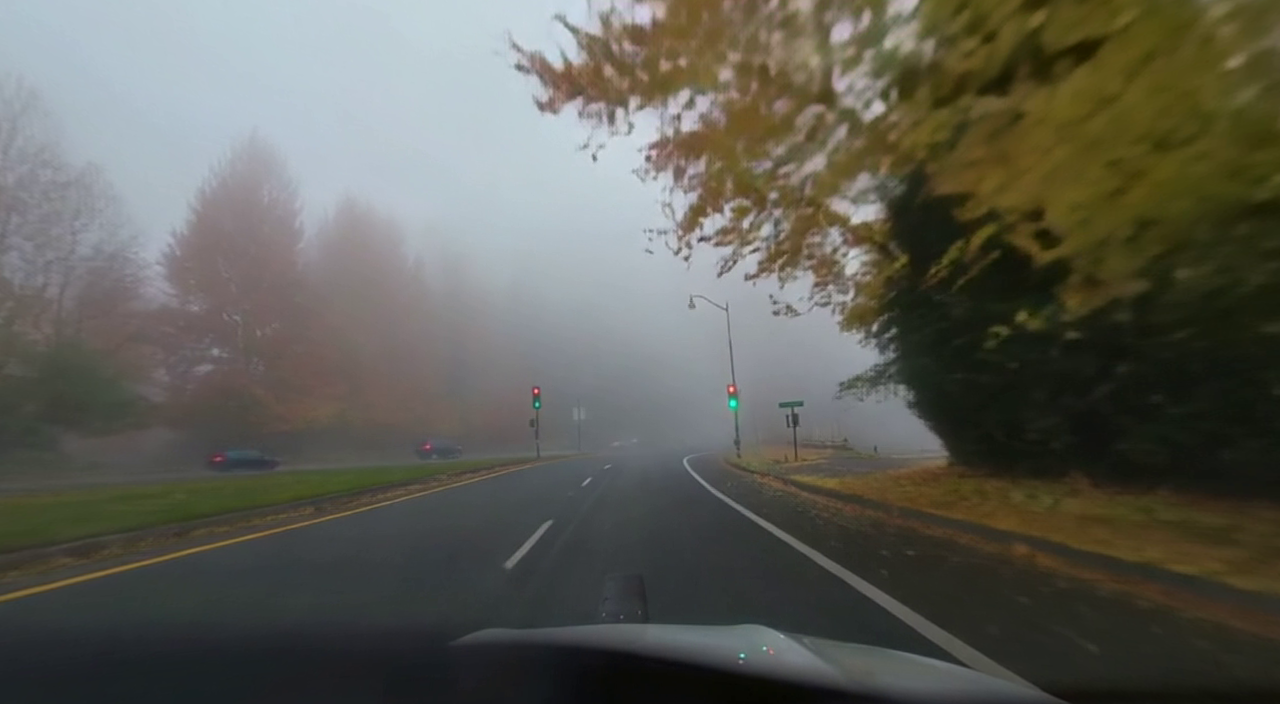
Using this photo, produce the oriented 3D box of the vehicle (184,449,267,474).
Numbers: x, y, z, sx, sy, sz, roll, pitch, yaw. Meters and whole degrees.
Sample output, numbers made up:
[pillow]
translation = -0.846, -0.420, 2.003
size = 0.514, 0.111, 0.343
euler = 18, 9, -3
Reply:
[vehicle]
translation = -27.692, 7.294, 42.215
size = 1.865, 1.518, 4.231
euler = -3, -9, 19
